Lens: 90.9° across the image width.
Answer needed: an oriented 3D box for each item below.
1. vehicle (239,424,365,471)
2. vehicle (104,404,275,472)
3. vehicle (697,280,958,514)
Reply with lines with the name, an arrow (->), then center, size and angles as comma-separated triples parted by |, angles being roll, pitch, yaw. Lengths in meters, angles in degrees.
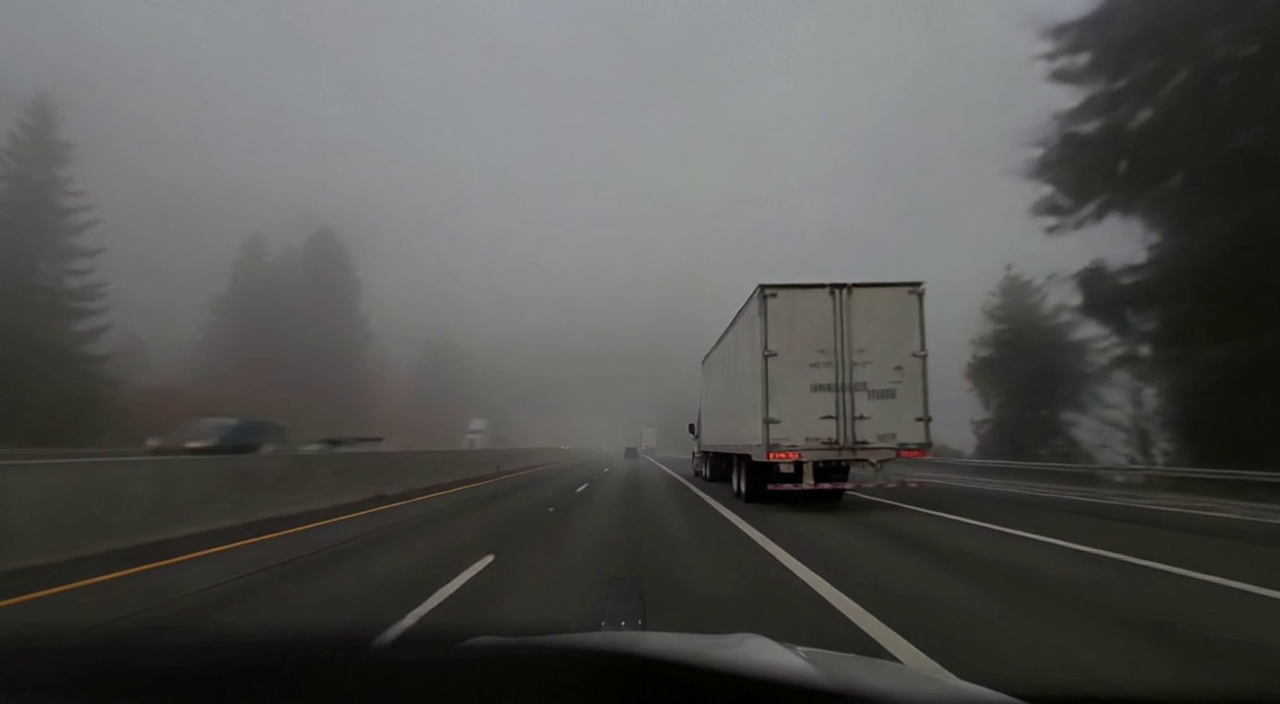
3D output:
vehicle -> -12.402, 3.553, 23.544 | 2.187, 1.567, 4.527 | 0, -9, 0
vehicle -> -15.919, 3.137, 22.747 | 2.397, 2.171, 4.968 | 0, -9, 0
vehicle -> 3.969, 1.800, 18.429 | 3.323, 4.262, 14.056 | 0, -9, 0
